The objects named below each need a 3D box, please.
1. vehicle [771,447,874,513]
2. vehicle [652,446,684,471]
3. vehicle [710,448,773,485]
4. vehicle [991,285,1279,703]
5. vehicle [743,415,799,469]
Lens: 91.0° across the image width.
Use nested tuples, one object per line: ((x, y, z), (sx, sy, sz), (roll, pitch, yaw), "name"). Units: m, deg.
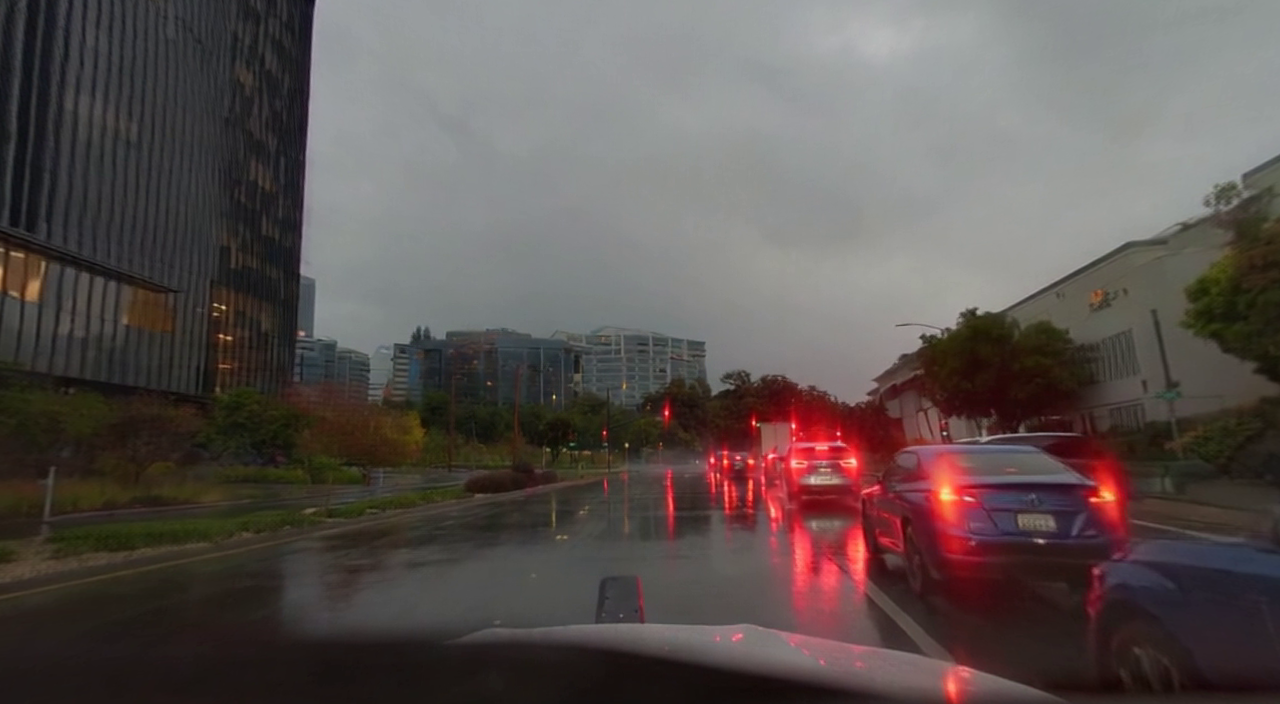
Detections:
((5.058, 3.551, 18.178), (2.089, 1.609, 4.922), (-1, -9, 7), "vehicle")
((2.126, 7.843, 46.594), (2.121, 1.728, 4.161), (-1, -9, 6), "vehicle")
((4.607, 5.262, 29.247), (2.183, 1.553, 3.923), (0, -9, -1), "vehicle")
((2.491, 0.571, 0.670), (2.092, 1.703, 4.870), (-1, -9, 9), "vehicle")
((9.883, 7.064, 49.120), (3.128, 3.616, 13.736), (-1, -9, 7), "vehicle")
